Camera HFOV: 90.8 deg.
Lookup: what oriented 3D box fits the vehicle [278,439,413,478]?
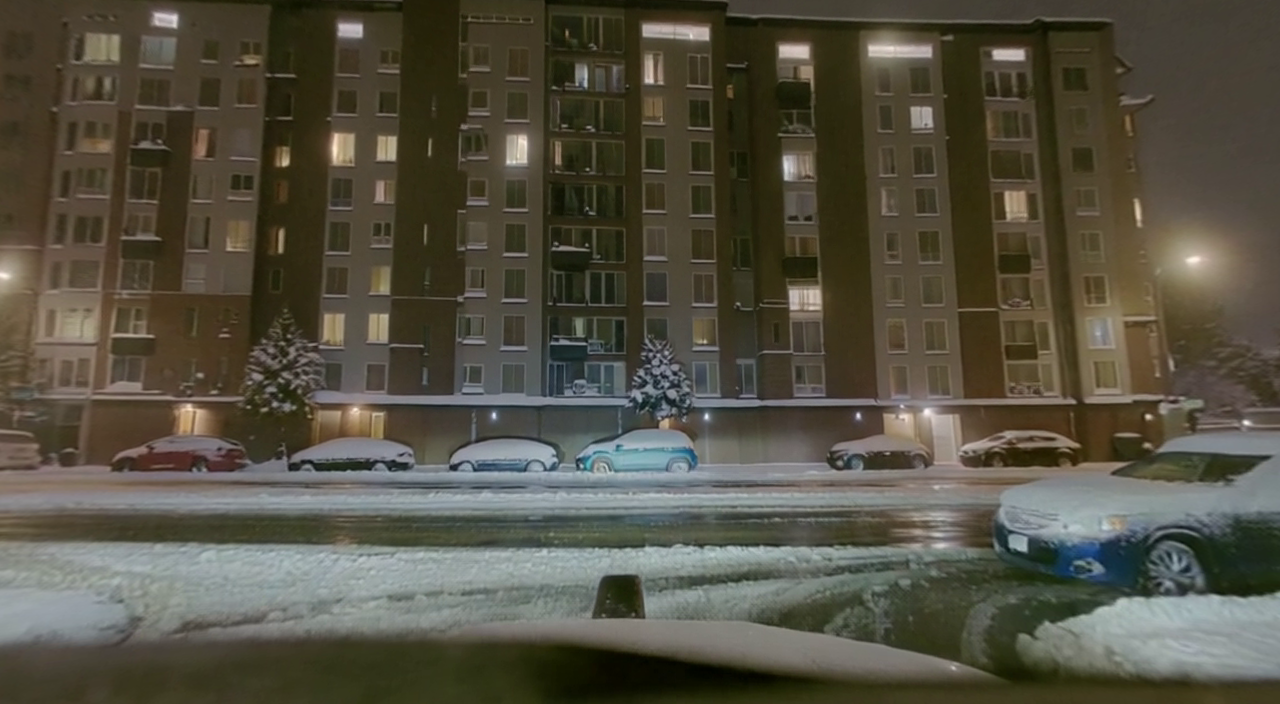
[{"bbox_3d":[-11.347,4.114,24.611,4.336,1.438,1.776,0,-8,-3],"label":"vehicle"}]

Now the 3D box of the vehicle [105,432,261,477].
[{"bbox_3d":[-17.472,3.935,24.362,4.426,1.641,1.889,0,-9,-5],"label":"vehicle"}]

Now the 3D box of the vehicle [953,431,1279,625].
[{"bbox_3d":[5.934,1.558,6.155,4.714,1.471,1.978,-1,-5,1],"label":"vehicle"}]

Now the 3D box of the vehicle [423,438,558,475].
[{"bbox_3d":[-5.723,4.087,24.663,4.851,1.339,1.785,0,-11,-2],"label":"vehicle"}]

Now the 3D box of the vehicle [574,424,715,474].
[{"bbox_3d":[0.105,3.846,24.888,5.299,1.860,2.098,1,-10,-4],"label":"vehicle"}]

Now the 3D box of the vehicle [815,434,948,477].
[{"bbox_3d":[9.494,4.074,25.079,4.521,1.411,1.726,-2,-7,-4],"label":"vehicle"}]
